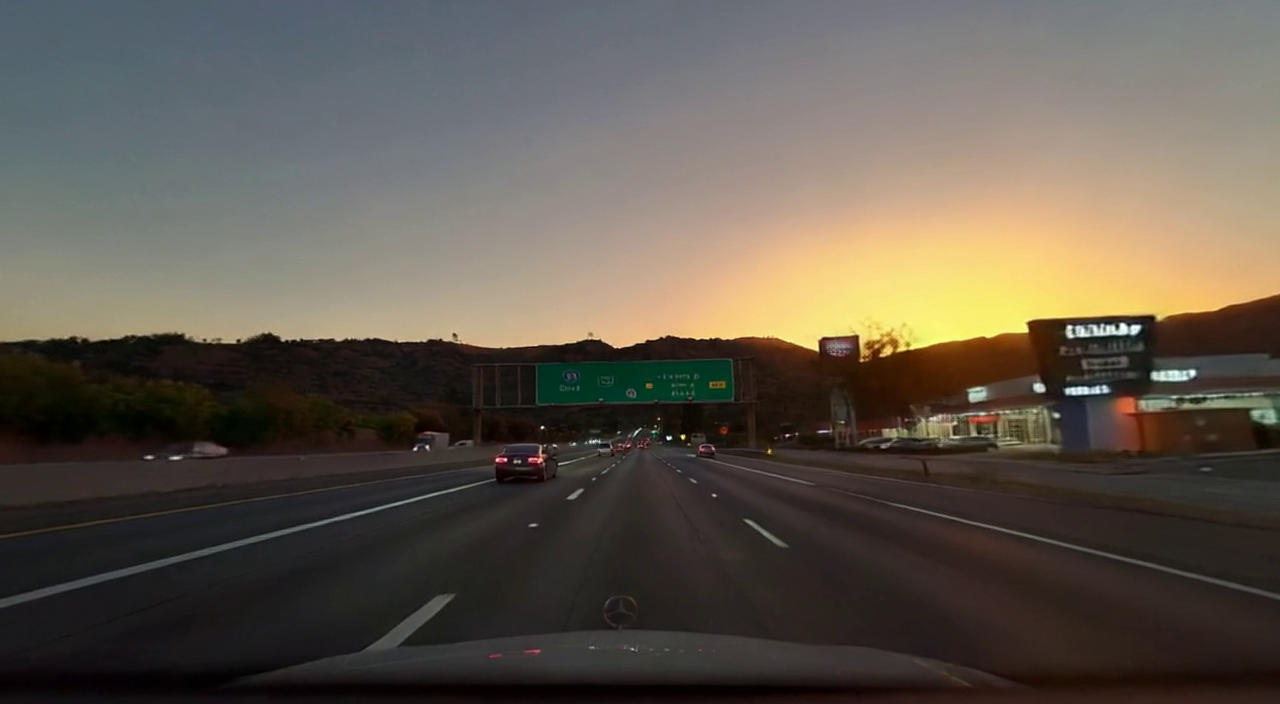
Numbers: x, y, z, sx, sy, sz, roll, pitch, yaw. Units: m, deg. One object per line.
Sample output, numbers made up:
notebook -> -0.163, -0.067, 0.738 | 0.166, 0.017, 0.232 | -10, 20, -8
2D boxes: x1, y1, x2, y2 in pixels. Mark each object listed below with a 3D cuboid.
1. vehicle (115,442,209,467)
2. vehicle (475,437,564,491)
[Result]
vehicle -> -34.004, 7.291, 45.168 | 2.160, 1.680, 5.783 | 0, -8, 1
vehicle -> -3.683, 3.481, 20.067 | 1.939, 1.508, 4.272 | 0, -8, 1
